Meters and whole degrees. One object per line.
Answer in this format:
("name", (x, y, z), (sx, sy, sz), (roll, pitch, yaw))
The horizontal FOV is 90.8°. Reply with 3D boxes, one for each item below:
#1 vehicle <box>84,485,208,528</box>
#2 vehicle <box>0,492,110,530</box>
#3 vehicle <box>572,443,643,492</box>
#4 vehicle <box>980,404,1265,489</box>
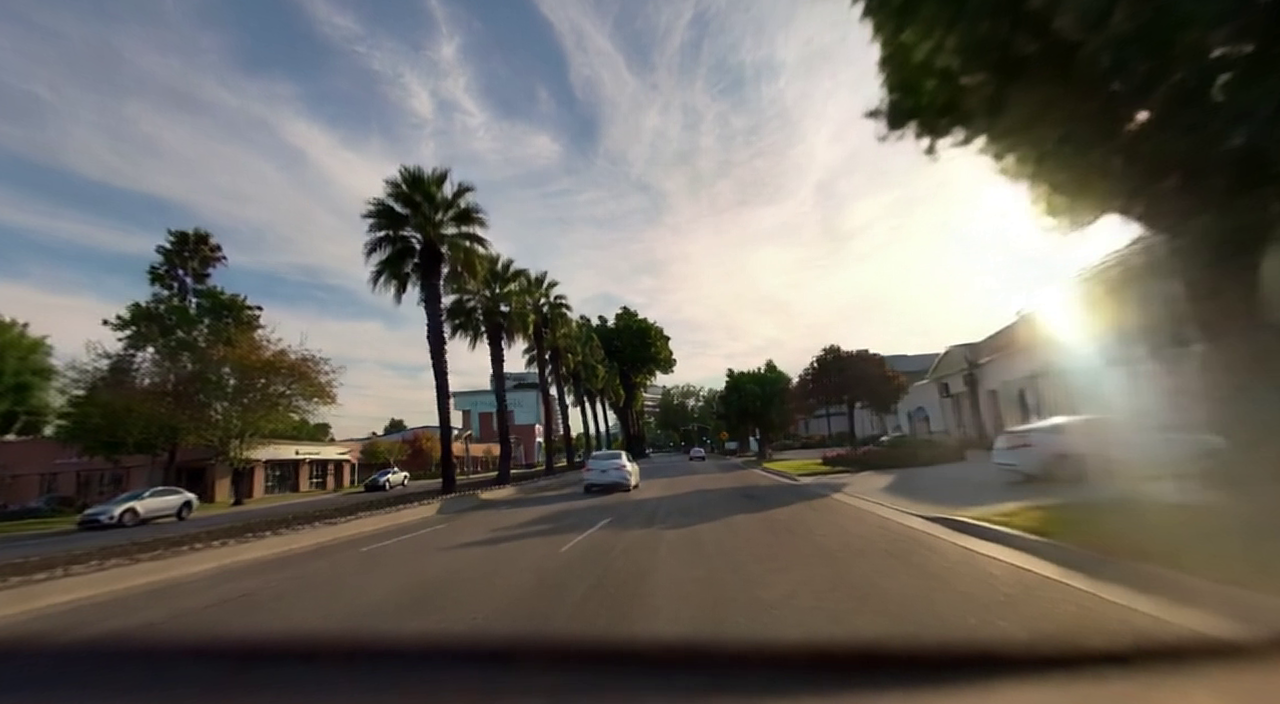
("vehicle", (-22.673, 7.087, 29.280), (1.929, 1.552, 4.488), (-1, -9, 3))
("vehicle", (-33.269, 8.963, 35.702), (4.710, 1.897, 2.146), (-1, -9, 3))
("vehicle", (-1.174, 4.533, 25.166), (2.147, 1.745, 4.648), (-1, -9, 5))
("vehicle", (10.696, 2.175, 14.447), (4.577, 1.750, 2.115), (-2, -9, 8))
